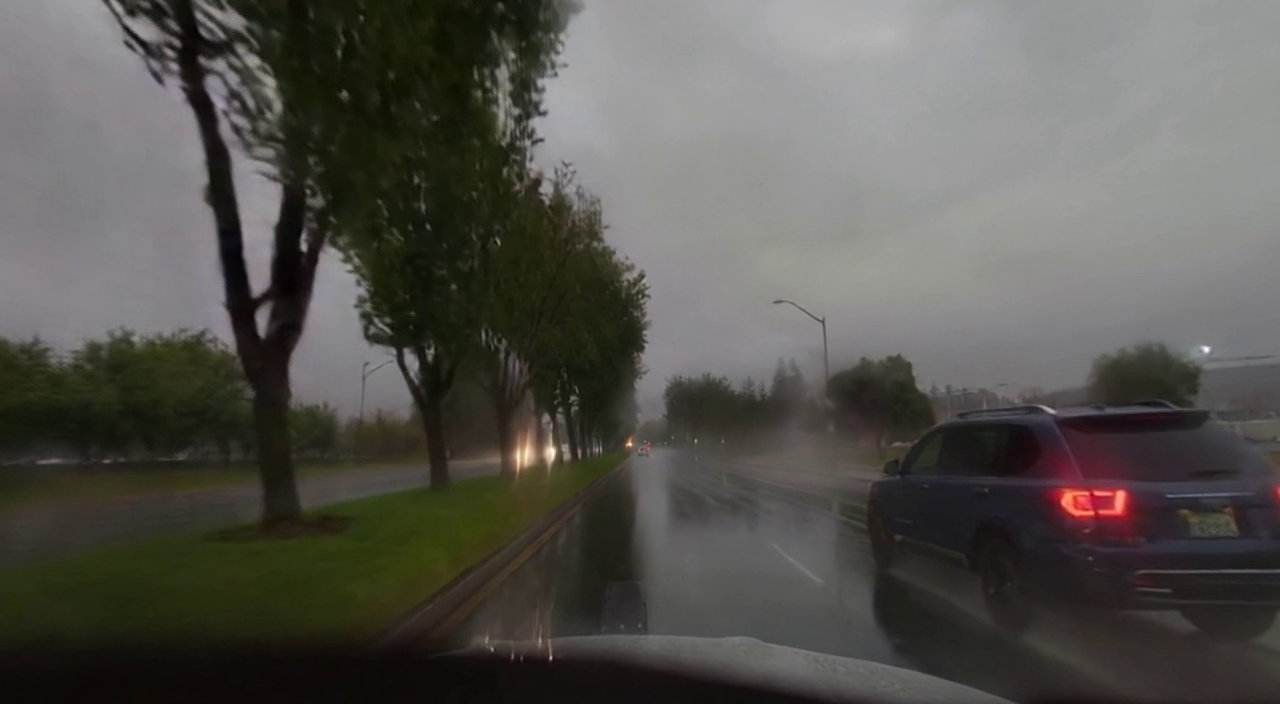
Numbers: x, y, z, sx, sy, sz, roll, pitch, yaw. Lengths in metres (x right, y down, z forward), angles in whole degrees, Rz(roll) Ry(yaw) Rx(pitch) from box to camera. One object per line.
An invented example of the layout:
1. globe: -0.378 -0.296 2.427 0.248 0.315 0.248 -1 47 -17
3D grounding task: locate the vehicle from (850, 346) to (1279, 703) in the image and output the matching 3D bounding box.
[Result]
1. vehicle: 3.615 1.210 5.047 2.087 1.759 5.040 0 -8 0
